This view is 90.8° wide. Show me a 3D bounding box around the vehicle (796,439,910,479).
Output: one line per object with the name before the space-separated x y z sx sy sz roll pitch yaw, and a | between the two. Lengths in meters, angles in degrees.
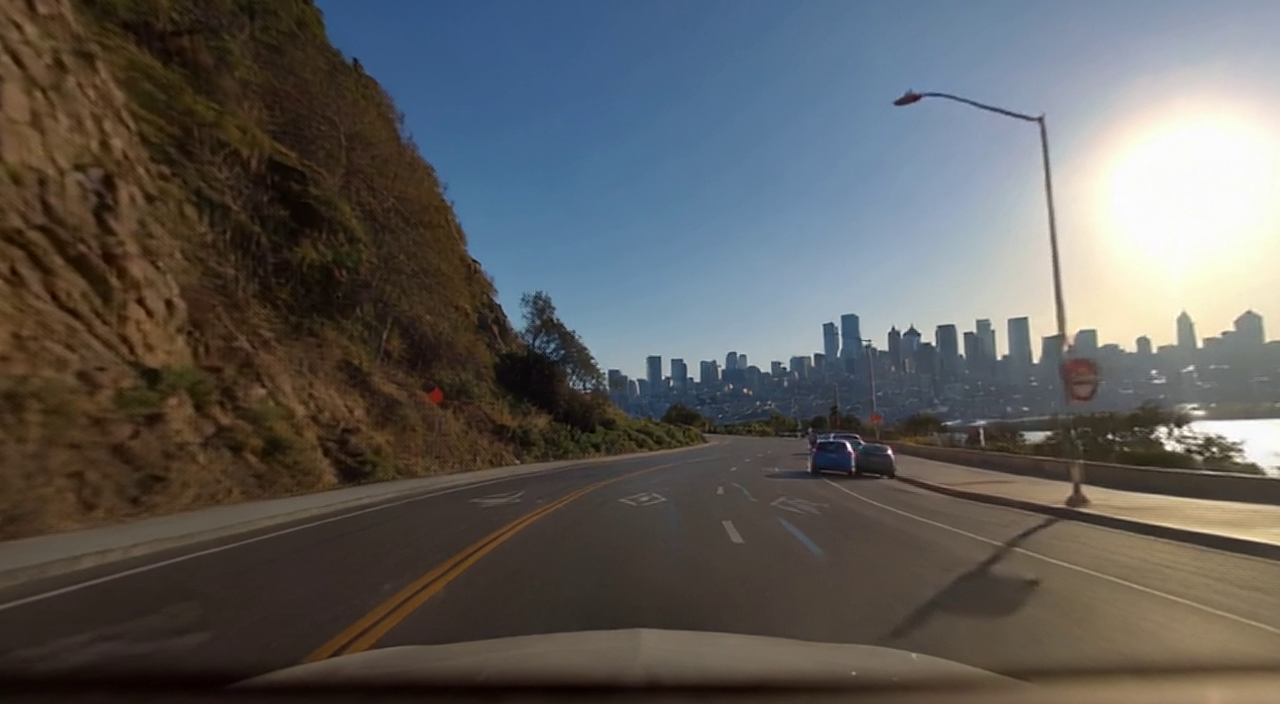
vehicle | 9.435 4.666 27.867 4.963 1.585 2.155 6 -8 -33
